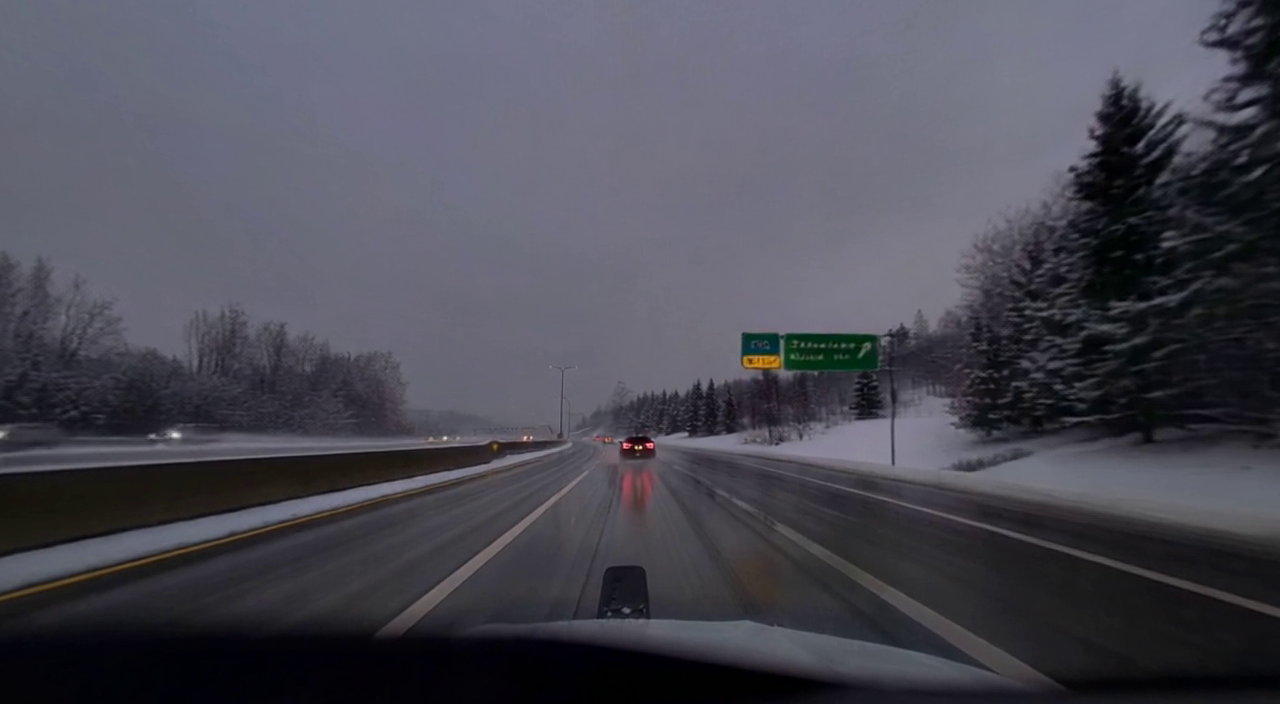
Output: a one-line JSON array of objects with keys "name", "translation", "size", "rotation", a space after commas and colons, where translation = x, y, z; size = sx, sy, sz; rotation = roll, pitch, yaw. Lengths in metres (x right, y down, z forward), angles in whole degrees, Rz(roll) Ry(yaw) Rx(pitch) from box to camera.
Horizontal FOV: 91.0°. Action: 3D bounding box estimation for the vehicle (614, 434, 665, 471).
[{"name": "vehicle", "translation": [-0.042, 4.510, 28.361], "size": [2.130, 1.512, 4.057], "rotation": [1, -8, 0]}]
